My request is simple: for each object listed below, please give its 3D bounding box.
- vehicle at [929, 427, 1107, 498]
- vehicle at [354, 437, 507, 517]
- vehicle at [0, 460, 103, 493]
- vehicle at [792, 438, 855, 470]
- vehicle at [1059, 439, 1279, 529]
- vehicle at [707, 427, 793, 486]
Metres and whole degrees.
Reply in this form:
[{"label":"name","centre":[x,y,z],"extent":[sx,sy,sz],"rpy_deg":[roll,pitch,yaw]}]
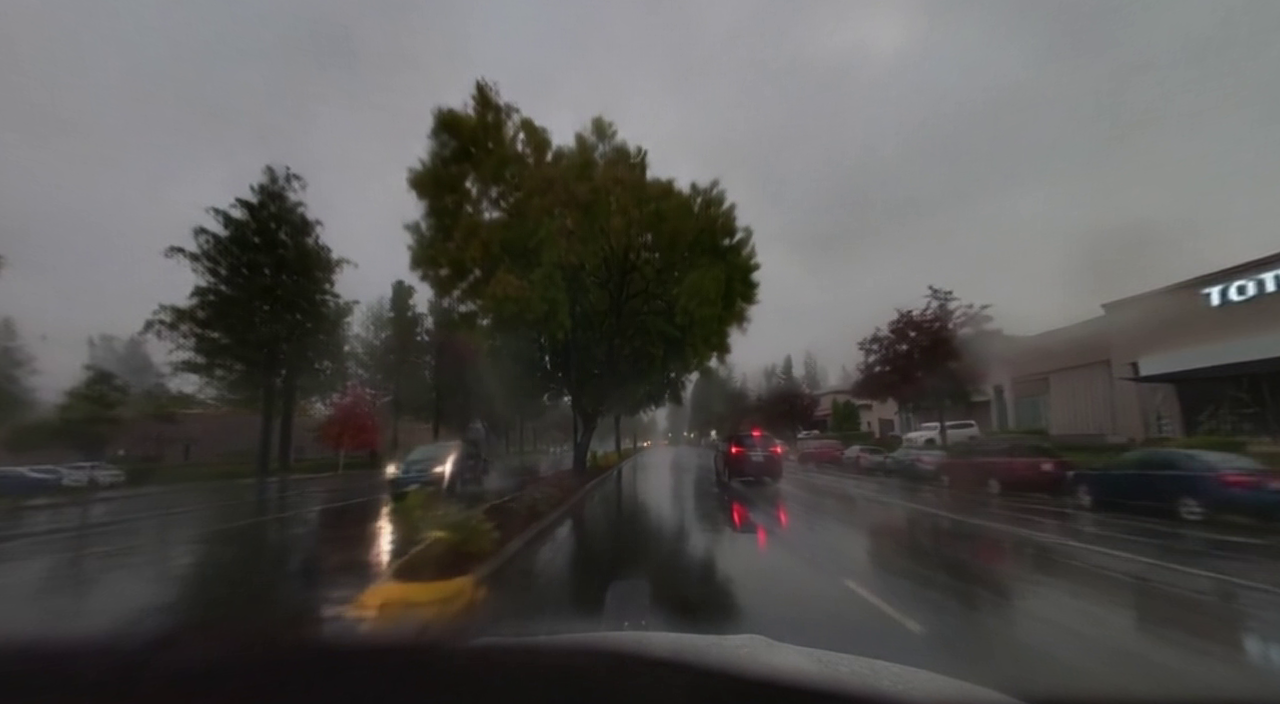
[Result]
[{"label":"vehicle","centre":[10.595,3.134,18.257],"extent":[1.989,1.768,4.977],"rpy_deg":[0,-9,0]},{"label":"vehicle","centre":[-4.408,2.689,14.106],"extent":[2.031,1.478,4.434],"rpy_deg":[0,-9,-2]},{"label":"vehicle","centre":[-29.878,6.155,31.297],"extent":[4.546,1.489,2.015],"rpy_deg":[0,-8,1]},{"label":"vehicle","centre":[10.909,6.098,37.949],"extent":[2.247,1.799,5.025],"rpy_deg":[0,-9,-1]},{"label":"vehicle","centre":[10.671,2.477,12.435],"extent":[1.847,1.445,4.281],"rpy_deg":[0,-9,0]},{"label":"vehicle","centre":[3.770,3.697,22.551],"extent":[2.183,1.845,4.482],"rpy_deg":[0,-9,-1]}]
